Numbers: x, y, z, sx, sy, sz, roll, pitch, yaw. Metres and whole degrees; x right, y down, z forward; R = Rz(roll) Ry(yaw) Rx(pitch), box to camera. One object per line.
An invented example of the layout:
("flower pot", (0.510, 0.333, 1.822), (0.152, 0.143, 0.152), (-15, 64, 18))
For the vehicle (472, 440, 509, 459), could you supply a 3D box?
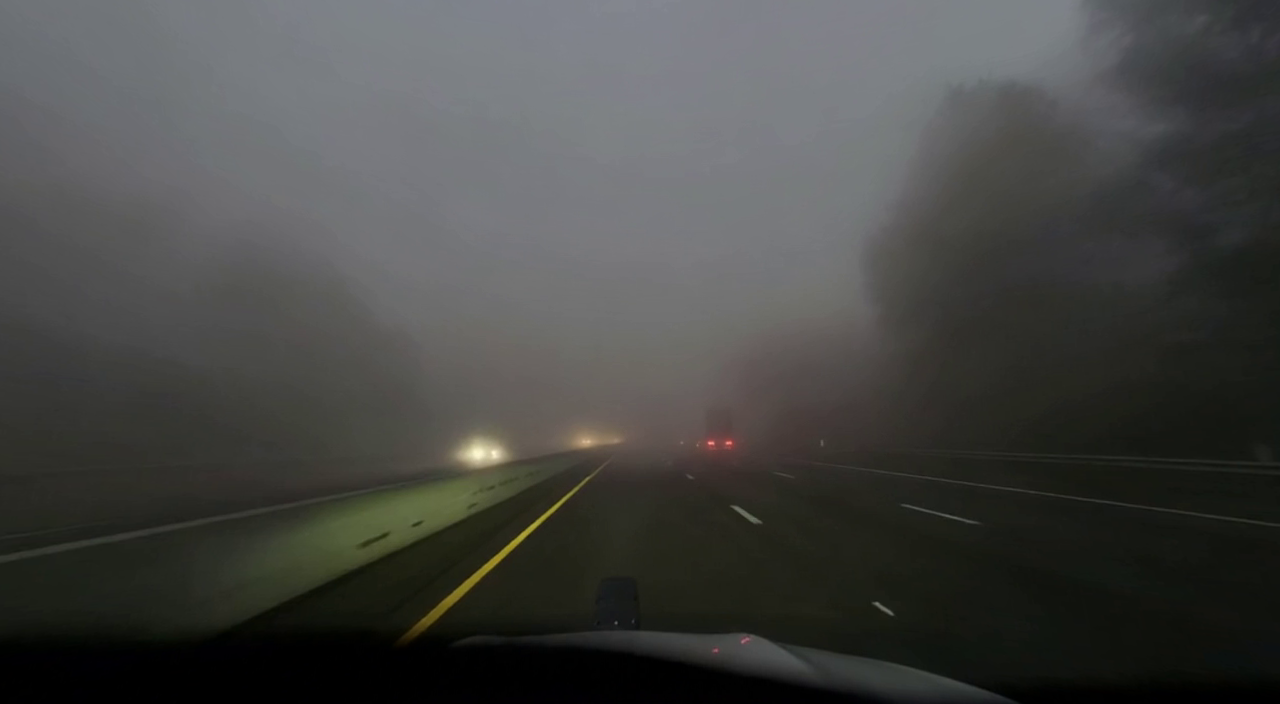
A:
("vehicle", (-11.769, 7.686, 49.781), (1.939, 1.470, 3.994), (-1, -8, 0))
